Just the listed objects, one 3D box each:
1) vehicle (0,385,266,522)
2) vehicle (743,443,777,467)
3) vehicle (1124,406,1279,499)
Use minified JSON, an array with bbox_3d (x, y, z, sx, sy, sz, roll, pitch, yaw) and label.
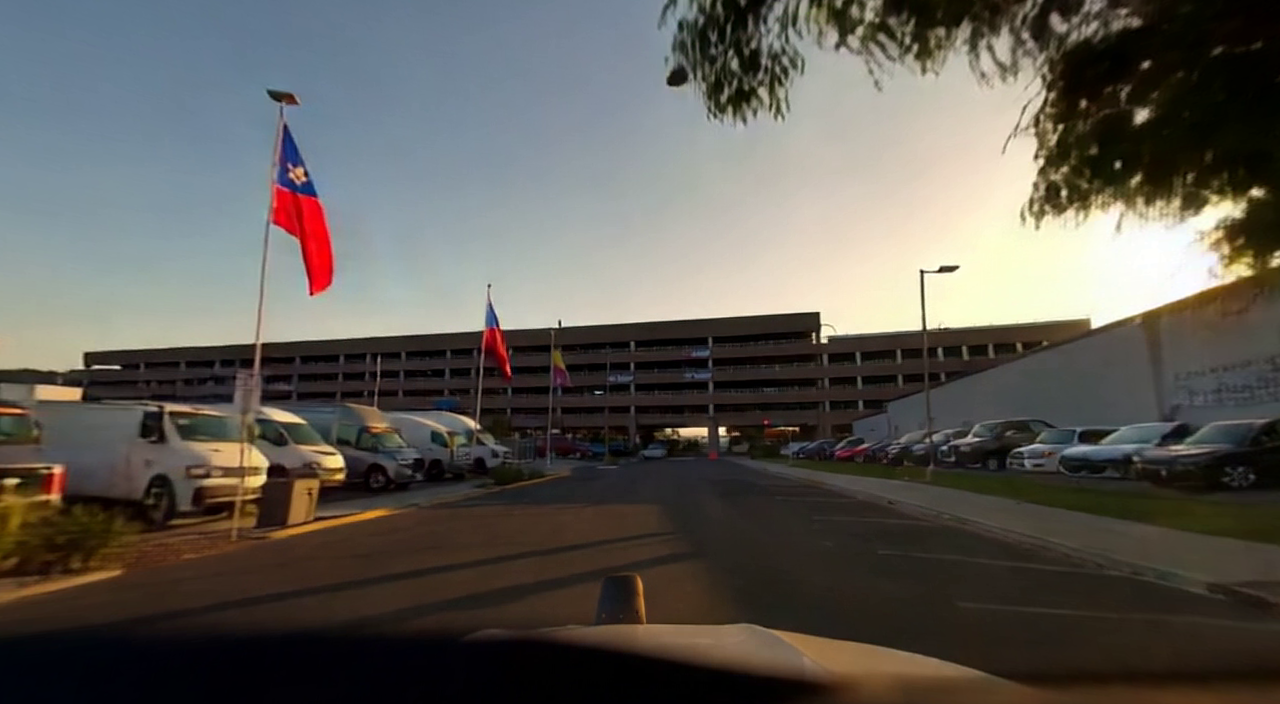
[{"bbox_3d":[-10.868,1.810,11.783,6.505,2.227,2.242,-1,-7,5],"label":"vehicle"},{"bbox_3d":[8.952,7.707,47.404,2.026,1.659,4.314,-1,-8,5],"label":"vehicle"},{"bbox_3d":[13.076,2.099,13.461,4.766,1.676,2.167,3,-9,-23],"label":"vehicle"}]
